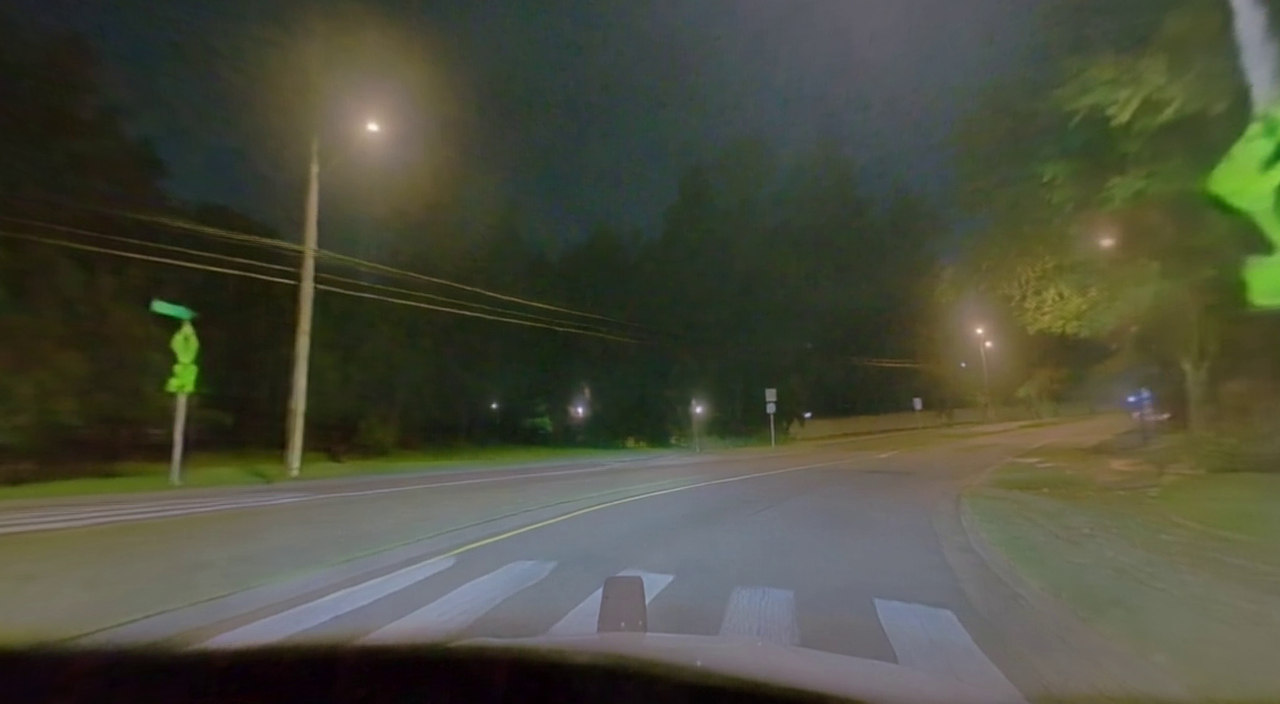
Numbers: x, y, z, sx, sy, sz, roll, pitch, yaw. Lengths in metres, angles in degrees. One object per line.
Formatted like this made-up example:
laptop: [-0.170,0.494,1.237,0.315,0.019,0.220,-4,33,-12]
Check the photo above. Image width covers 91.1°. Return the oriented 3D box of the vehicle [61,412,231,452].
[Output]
vehicle: [-38.546,6.287,49.567,3.331,2.799,9.802,-3,-7,29]

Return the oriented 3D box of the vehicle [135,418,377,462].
vehicle: [-23.477,5.595,39.815,2.837,2.354,12.960,-6,-10,35]
